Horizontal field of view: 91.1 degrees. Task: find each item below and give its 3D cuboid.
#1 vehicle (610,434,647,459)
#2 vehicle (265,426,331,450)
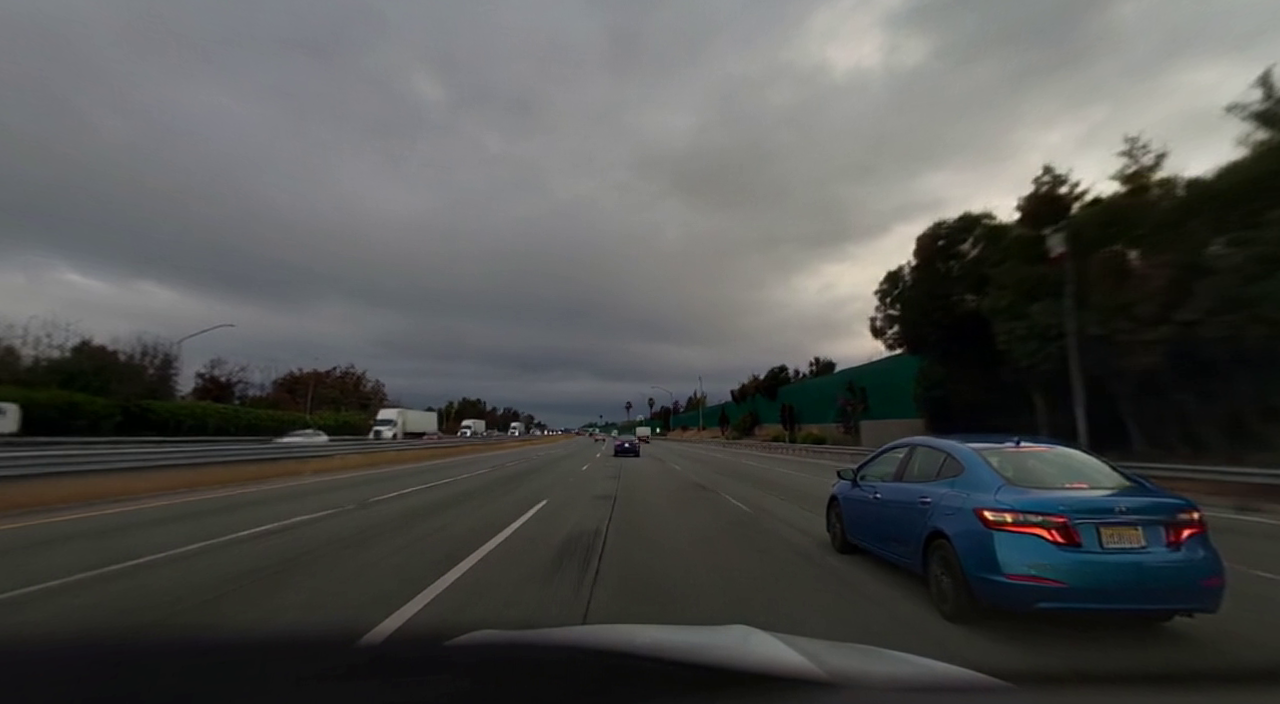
[{"bbox_3d":[-0.755,5.792,38.800,2.121,1.445,4.187,0,-8,-2],"label":"vehicle"},{"bbox_3d":[-22.438,5.687,41.482,1.910,1.486,4.529,0,-8,-1],"label":"vehicle"}]
